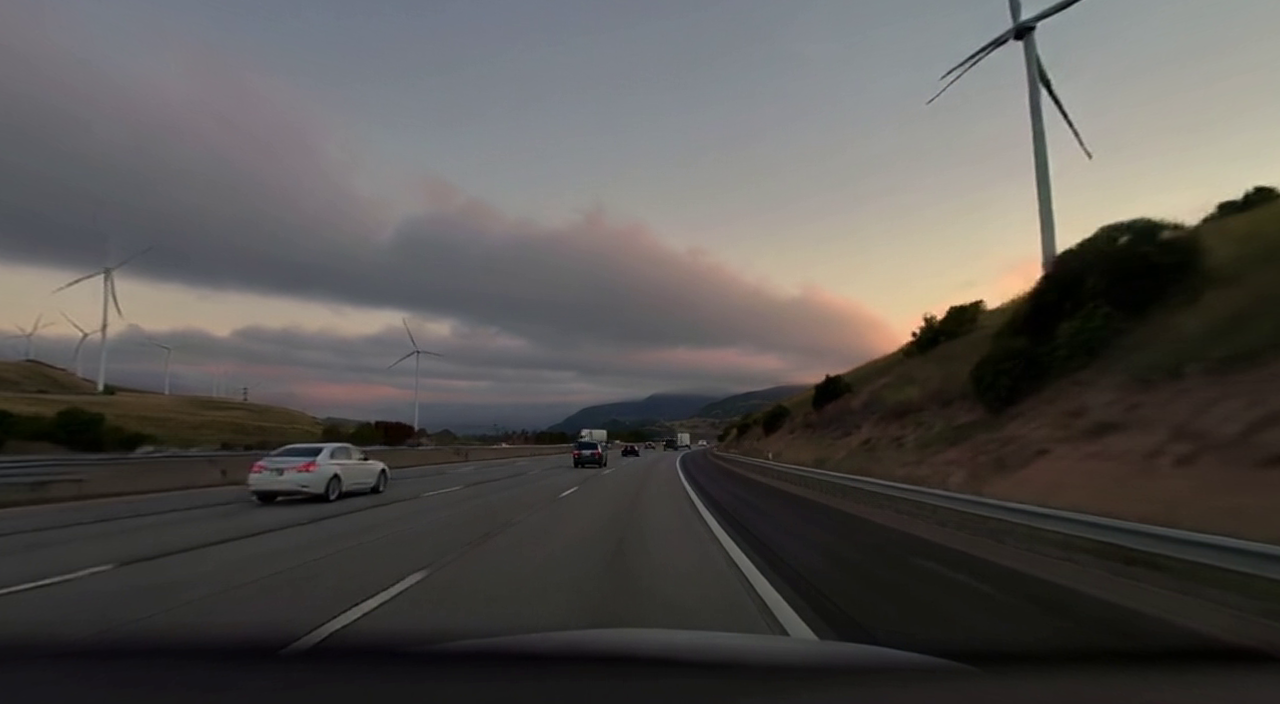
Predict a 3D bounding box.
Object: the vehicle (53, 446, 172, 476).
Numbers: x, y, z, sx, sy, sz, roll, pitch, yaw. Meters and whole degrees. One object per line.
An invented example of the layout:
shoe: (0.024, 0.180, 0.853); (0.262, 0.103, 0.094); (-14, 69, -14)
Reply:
vehicle: (-28.053, 5.771, 33.745); (2.050, 1.470, 4.909); (0, -9, 1)

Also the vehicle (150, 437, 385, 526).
vehicle: (-7.523, 2.629, 13.477); (2.015, 1.537, 4.728); (0, -9, 2)

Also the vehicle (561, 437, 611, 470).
vehicle: (-2.929, 5.632, 35.061); (2.118, 1.702, 4.355); (-1, -9, 4)
